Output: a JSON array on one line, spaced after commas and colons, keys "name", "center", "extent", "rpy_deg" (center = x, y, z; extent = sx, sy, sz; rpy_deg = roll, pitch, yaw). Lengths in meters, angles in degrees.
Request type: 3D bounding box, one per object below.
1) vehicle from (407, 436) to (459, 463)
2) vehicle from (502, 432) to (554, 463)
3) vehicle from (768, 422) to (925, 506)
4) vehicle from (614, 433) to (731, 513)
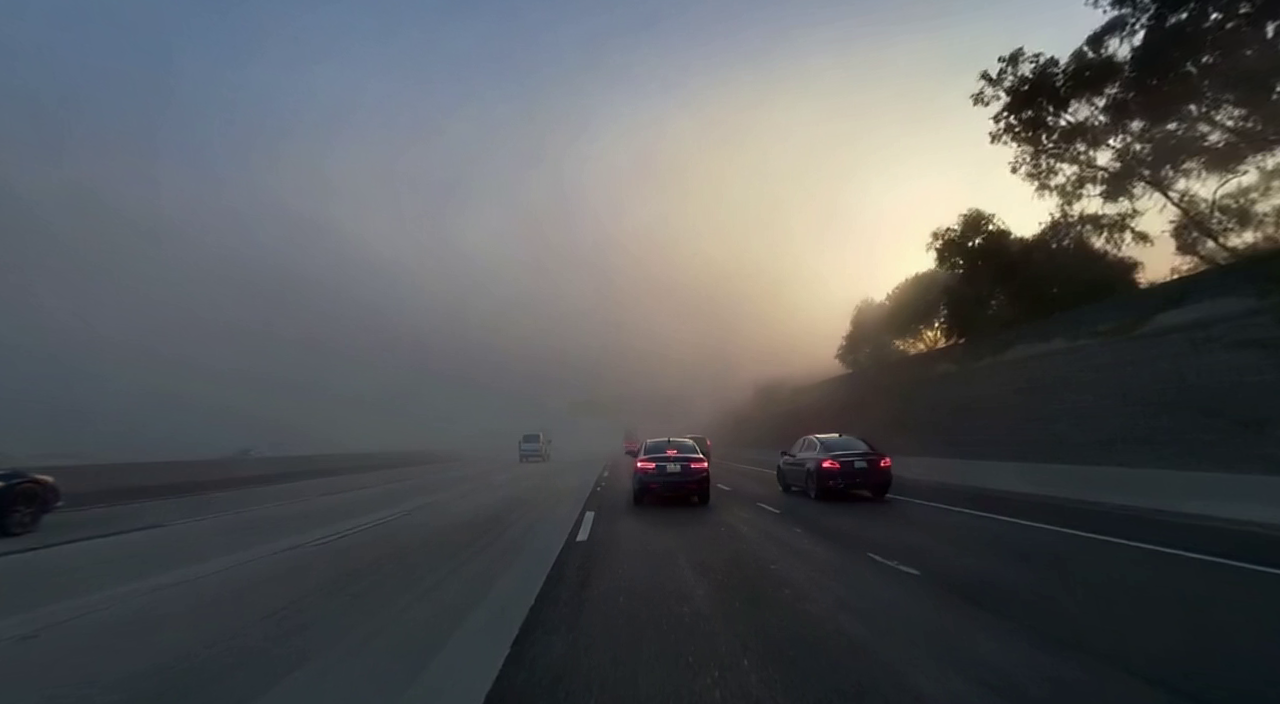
[{"name": "vehicle", "center": [-14.515, 6.888, 44.546], "extent": [2.180, 1.796, 4.839], "rpy_deg": [0, -8, -2]}, {"name": "vehicle", "center": [-7.362, 6.377, 42.136], "extent": [2.486, 1.856, 6.310], "rpy_deg": [0, -8, -1]}, {"name": "vehicle", "center": [4.728, 2.639, 15.280], "extent": [2.100, 1.707, 4.342], "rpy_deg": [0, -8, -4]}, {"name": "vehicle", "center": [0.518, 2.540, 13.760], "extent": [2.042, 1.446, 4.269], "rpy_deg": [0, -8, -4]}]
